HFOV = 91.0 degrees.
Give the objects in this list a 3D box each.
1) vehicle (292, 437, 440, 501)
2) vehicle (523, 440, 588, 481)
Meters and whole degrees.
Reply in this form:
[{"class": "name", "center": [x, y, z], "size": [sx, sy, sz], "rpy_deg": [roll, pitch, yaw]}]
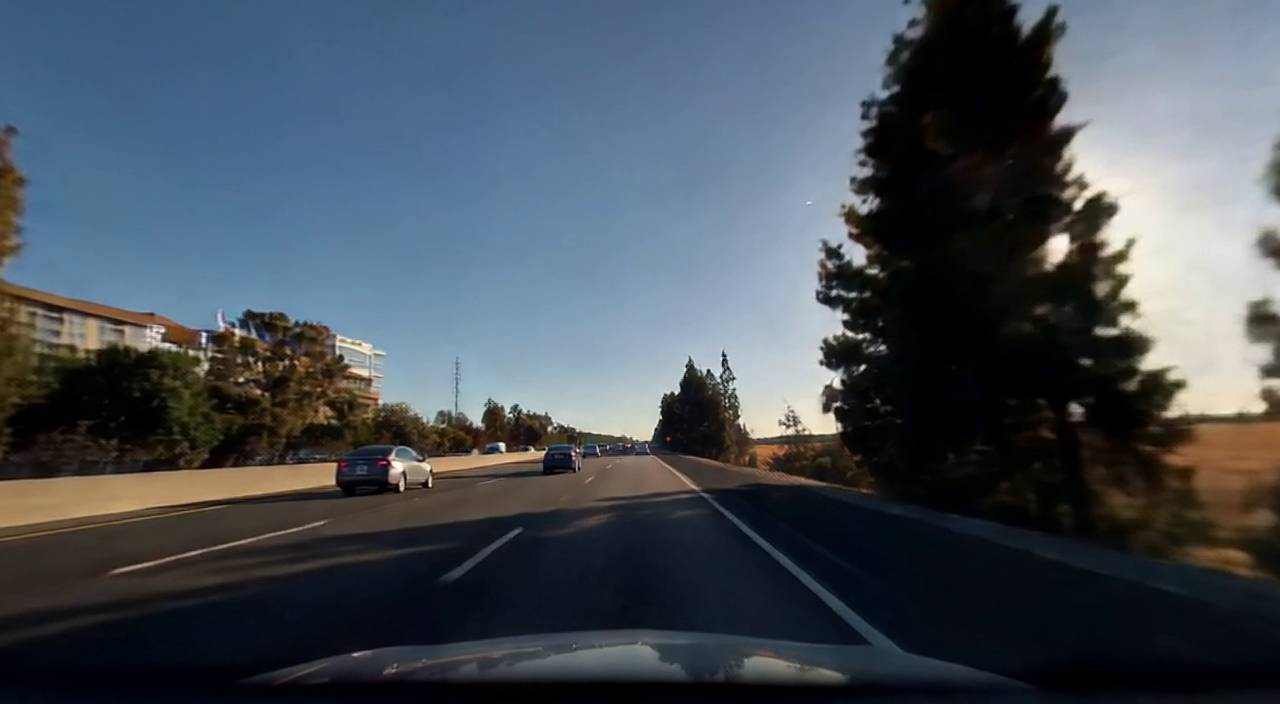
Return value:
[{"class": "vehicle", "center": [-7.418, 3.200, 17.693], "size": [2.034, 1.523, 4.627], "rpy_deg": [0, -9, 1]}, {"class": "vehicle", "center": [-3.576, 4.681, 27.501], "size": [2.083, 1.588, 4.801], "rpy_deg": [0, -9, 1]}]
